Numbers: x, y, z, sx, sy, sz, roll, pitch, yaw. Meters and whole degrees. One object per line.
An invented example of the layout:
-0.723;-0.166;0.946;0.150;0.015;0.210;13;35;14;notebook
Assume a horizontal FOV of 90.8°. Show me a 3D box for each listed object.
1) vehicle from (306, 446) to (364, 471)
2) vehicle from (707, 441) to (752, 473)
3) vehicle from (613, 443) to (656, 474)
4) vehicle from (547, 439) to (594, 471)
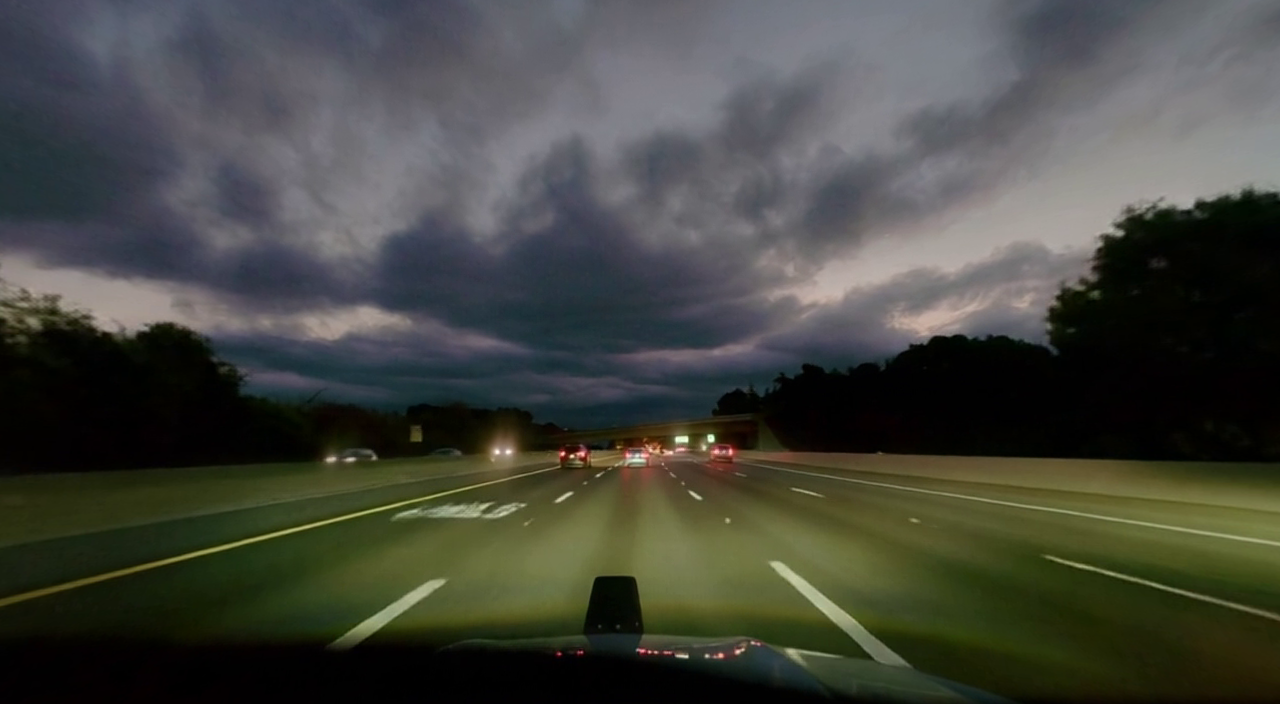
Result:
-20.612;7.186;42.867;1.833;1.566;4.025;0;-9;1;vehicle
4.916;5.816;35.241;1.936;1.625;3.991;0;-9;1;vehicle
-0.225;5.435;32.477;2.075;1.486;4.007;0;-9;1;vehicle
-4.015;6.033;37.312;2.113;1.756;4.471;0;-9;2;vehicle
